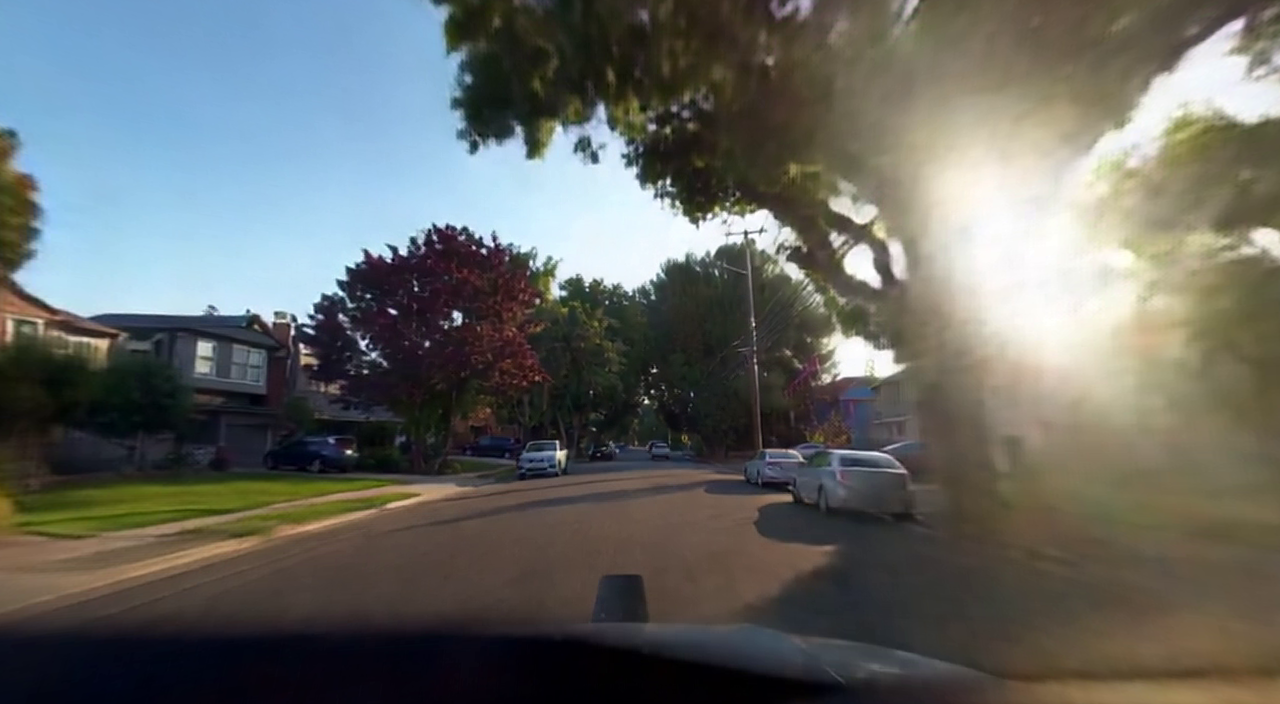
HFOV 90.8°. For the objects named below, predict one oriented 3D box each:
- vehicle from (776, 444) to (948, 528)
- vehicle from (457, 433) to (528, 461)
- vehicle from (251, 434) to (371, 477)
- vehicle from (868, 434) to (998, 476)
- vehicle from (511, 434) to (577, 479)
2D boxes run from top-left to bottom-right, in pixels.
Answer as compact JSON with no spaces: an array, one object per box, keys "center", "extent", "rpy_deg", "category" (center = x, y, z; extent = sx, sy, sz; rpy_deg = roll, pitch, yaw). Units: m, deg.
[{"center":[4.416,2.700,13.420],"extent":[2.031,1.471,4.328],"rpy_deg":[0,-9,-1],"category":"vehicle"},{"center":[-11.433,7.416,49.264],"extent":[4.962,1.866,2.075],"rpy_deg":[3,-9,-1],"category":"vehicle"},{"center":[-13.938,4.355,26.717],"extent":[4.702,1.675,1.984],"rpy_deg":[-4,-9,26],"category":"vehicle"},{"center":[12.540,4.446,27.306],"extent":[4.583,1.709,1.977],"rpy_deg":[-1,-9,5],"category":"vehicle"},{"center":[-4.271,4.709,28.945],"extent":[2.164,1.810,5.044],"rpy_deg":[1,-8,1],"category":"vehicle"}]
